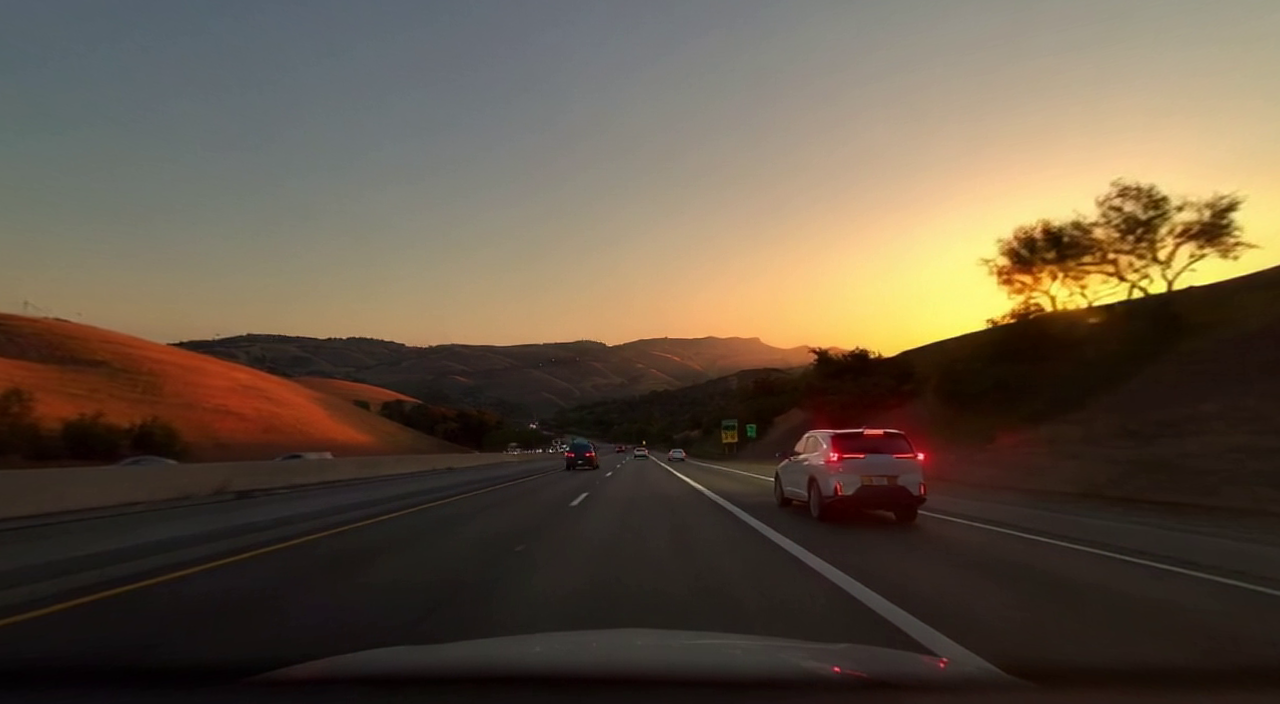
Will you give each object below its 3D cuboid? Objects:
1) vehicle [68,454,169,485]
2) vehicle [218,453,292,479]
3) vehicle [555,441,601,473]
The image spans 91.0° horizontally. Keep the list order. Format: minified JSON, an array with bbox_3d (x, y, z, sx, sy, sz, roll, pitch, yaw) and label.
[{"bbox_3d":[-32.610,7.321,39.597,2.110,1.758,4.878,0,-9,0],"label":"vehicle"},{"bbox_3d":[-25.172,7.462,41.404,1.889,1.543,4.660,0,-9,0],"label":"vehicle"},{"bbox_3d":[-3.409,5.860,35.350,2.070,1.707,4.309,0,-9,1],"label":"vehicle"}]
